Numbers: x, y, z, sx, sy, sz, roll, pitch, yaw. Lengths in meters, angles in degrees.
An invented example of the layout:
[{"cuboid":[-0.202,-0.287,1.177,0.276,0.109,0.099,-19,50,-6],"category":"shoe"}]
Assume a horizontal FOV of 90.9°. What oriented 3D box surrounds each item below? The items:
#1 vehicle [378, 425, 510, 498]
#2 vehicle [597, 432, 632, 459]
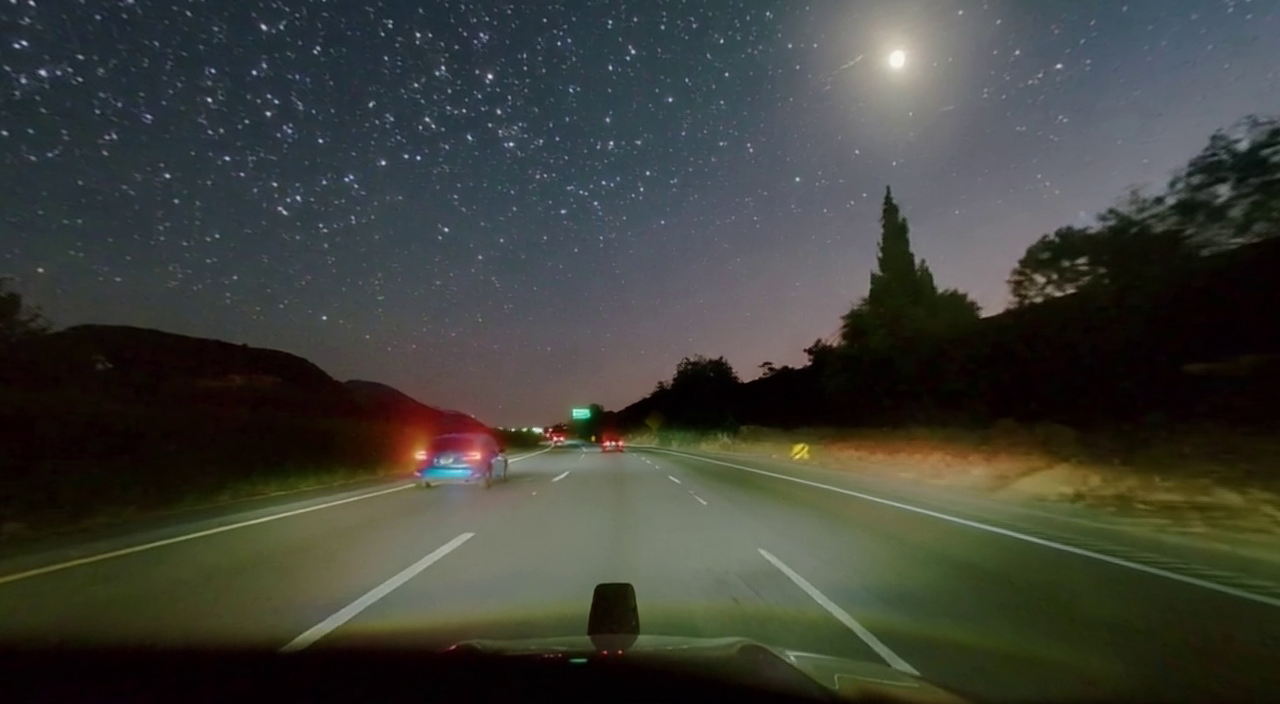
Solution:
[{"cuboid":[-4.913,2.796,16.626,2.039,1.627,4.844,0,-8,-2],"category":"vehicle"},{"cuboid":[-1.654,5.821,39.371,2.041,1.618,3.898,0,-8,-4],"category":"vehicle"}]
